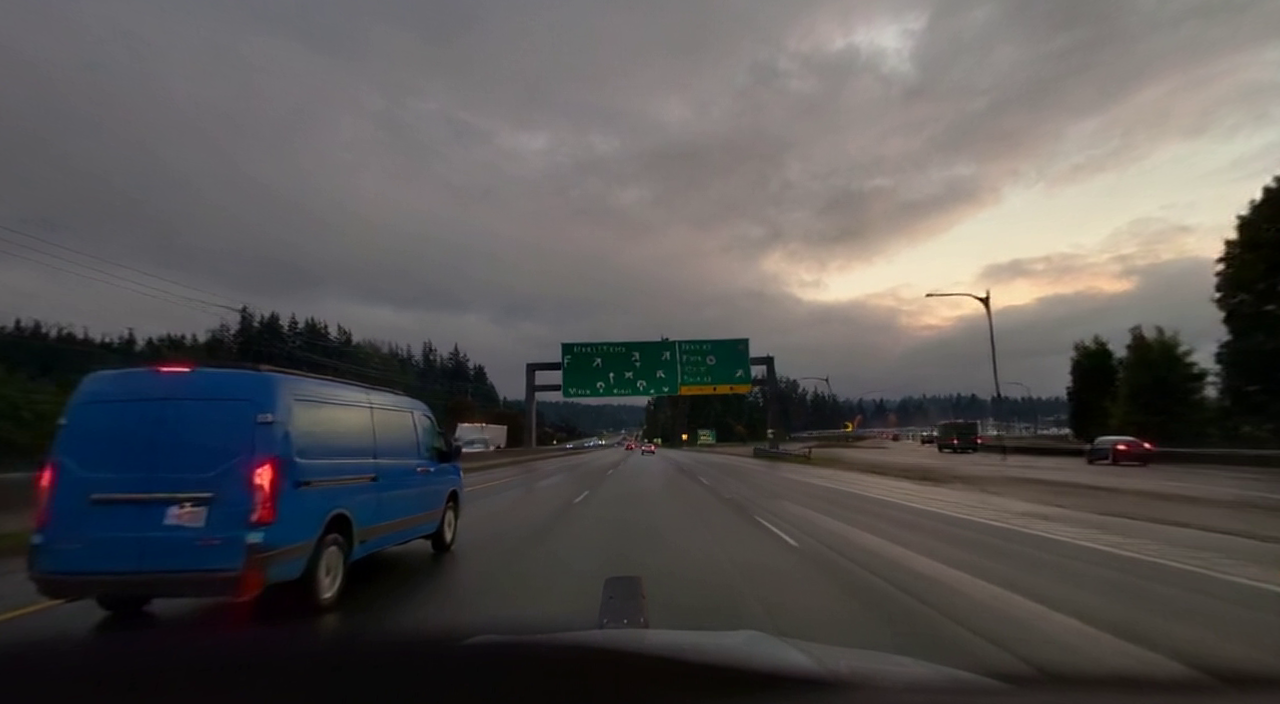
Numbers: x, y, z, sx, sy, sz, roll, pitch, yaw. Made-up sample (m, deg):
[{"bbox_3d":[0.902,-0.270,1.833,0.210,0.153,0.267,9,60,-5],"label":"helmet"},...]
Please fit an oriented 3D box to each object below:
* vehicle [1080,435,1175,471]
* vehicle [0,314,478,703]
[{"bbox_3d":[21.573,4.476,28.018,1.859,1.498,3.547,-2,-8,12],"label":"vehicle"},{"bbox_3d":[-3.249,1.121,5.619,2.281,2.025,4.586,0,-8,1],"label":"vehicle"}]
